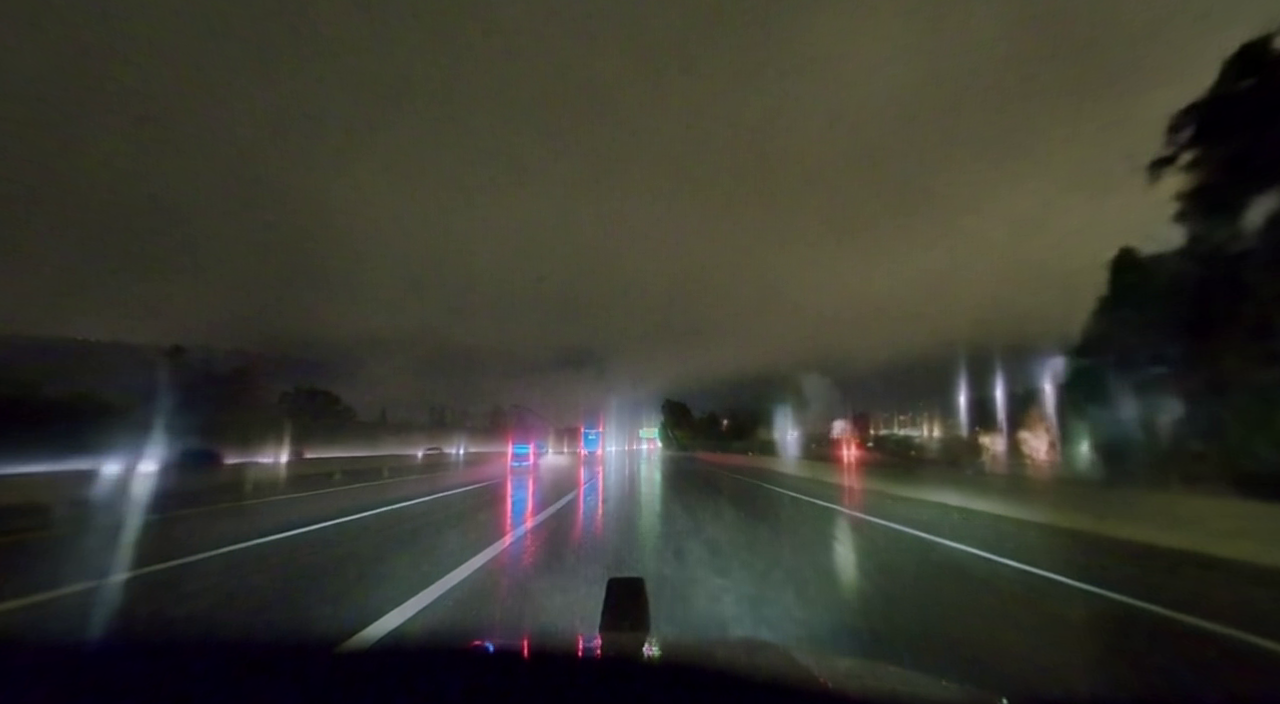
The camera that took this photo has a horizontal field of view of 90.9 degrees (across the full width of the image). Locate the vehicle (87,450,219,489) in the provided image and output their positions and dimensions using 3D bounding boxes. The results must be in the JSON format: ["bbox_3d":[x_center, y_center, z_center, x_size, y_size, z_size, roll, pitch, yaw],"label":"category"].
[{"bbox_3d":[-20.023,4.809,26.187,2.009,1.430,4.228,0,-8,2],"label":"vehicle"}]

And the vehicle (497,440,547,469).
[{"bbox_3d":[-7.057,6.166,38.104,2.075,1.646,4.405,0,-8,1],"label":"vehicle"}]

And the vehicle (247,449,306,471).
[{"bbox_3d":[-27.143,8.065,47.238,1.874,1.453,4.230,0,-8,1],"label":"vehicle"}]

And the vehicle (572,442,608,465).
[{"bbox_3d":[-3.557,7.298,45.504,2.184,1.554,4.350,0,-8,1],"label":"vehicle"}]
